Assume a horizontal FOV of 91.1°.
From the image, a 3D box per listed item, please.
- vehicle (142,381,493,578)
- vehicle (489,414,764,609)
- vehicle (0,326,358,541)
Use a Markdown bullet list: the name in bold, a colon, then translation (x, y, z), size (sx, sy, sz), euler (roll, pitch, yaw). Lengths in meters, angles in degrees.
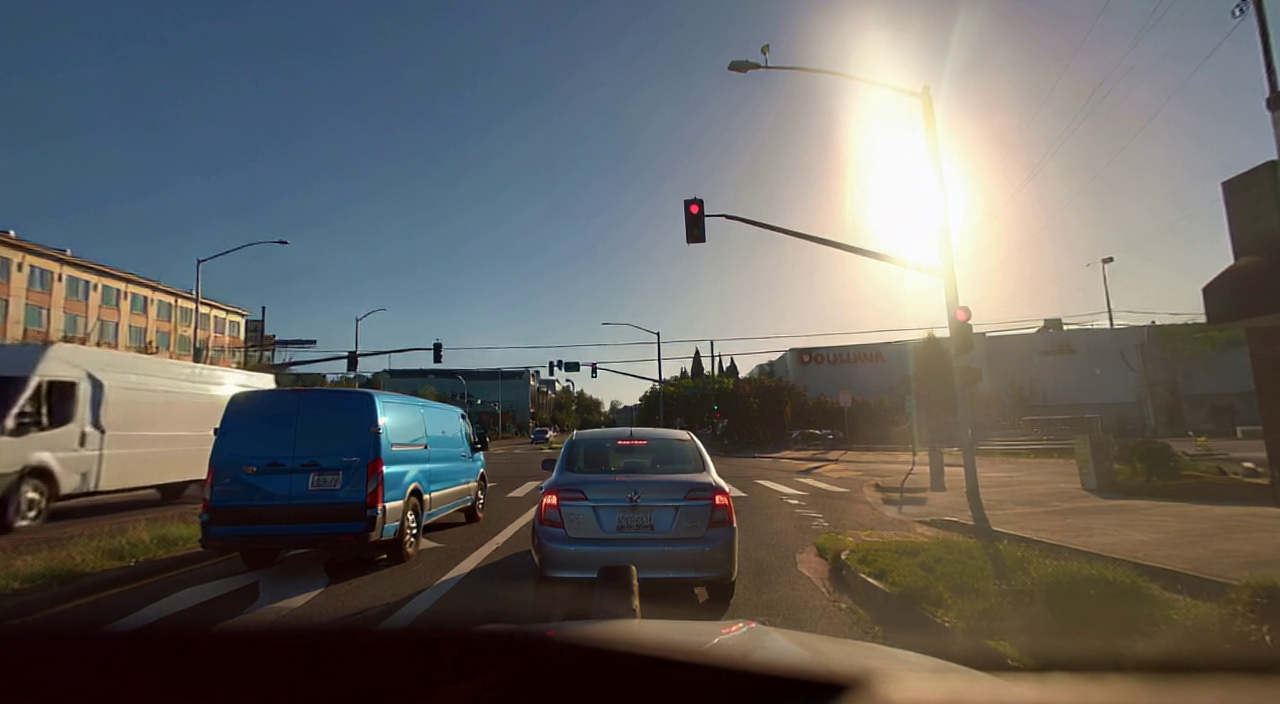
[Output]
- **vehicle**: translation (-3.582, 1.513, 8.434), size (2.076, 1.820, 5.100), euler (0, -8, -1)
- **vehicle**: translation (-0.111, 1.465, 6.767), size (2.064, 1.452, 3.942), euler (0, -8, 0)
- **vehicle**: translation (-10.765, 1.871, 14.950), size (2.973, 3.009, 12.605), euler (-2, -6, -3)
